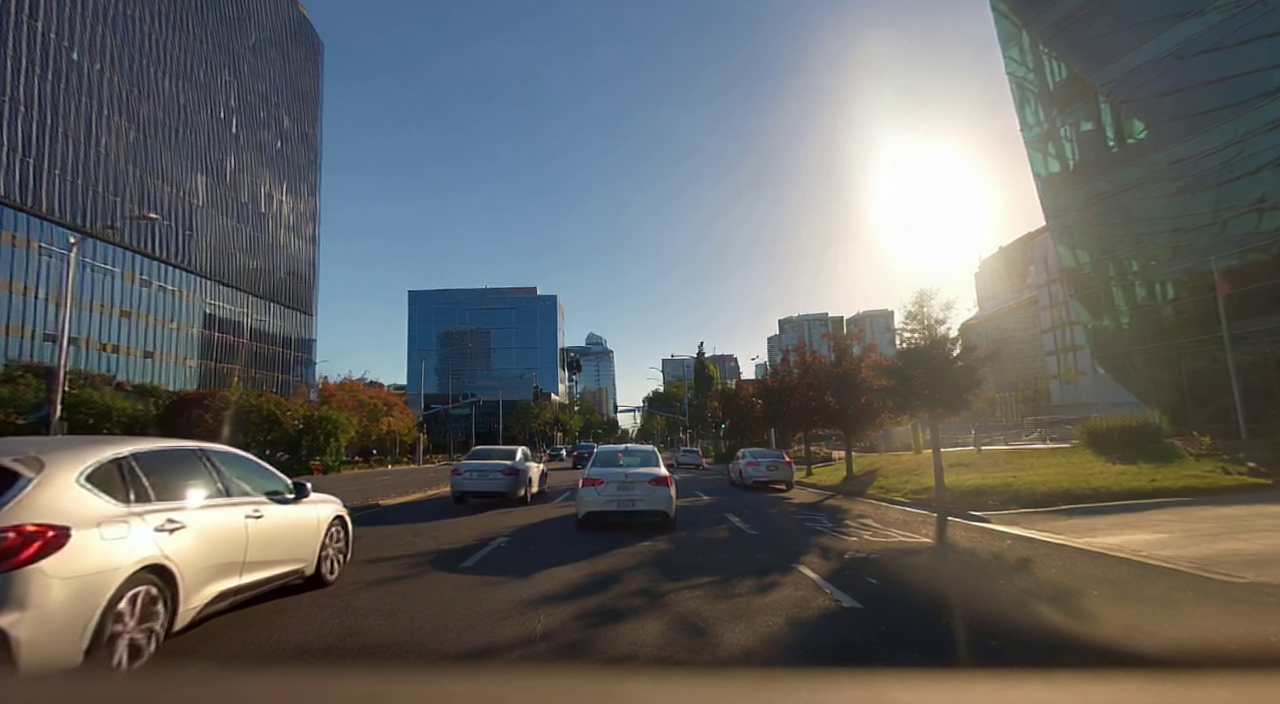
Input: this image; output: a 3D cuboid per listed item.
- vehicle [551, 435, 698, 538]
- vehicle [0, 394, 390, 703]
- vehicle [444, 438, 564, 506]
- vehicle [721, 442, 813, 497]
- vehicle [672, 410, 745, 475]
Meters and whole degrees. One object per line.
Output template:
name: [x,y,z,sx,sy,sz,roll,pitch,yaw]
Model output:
vehicle: [-0.189,2.335,11.622,2.174,1.509,4.374,0,-9,1]
vehicle: [-3.599,1.231,4.538,1.933,1.520,4.195,0,-9,-1]
vehicle: [-3.351,3.058,16.484,2.044,1.508,4.479,0,-9,1]
vehicle: [3.851,3.636,19.865,1.940,1.514,4.187,0,-9,-1]
vehicle: [3.909,5.687,39.370,3.074,3.316,12.953,0,-9,0]
